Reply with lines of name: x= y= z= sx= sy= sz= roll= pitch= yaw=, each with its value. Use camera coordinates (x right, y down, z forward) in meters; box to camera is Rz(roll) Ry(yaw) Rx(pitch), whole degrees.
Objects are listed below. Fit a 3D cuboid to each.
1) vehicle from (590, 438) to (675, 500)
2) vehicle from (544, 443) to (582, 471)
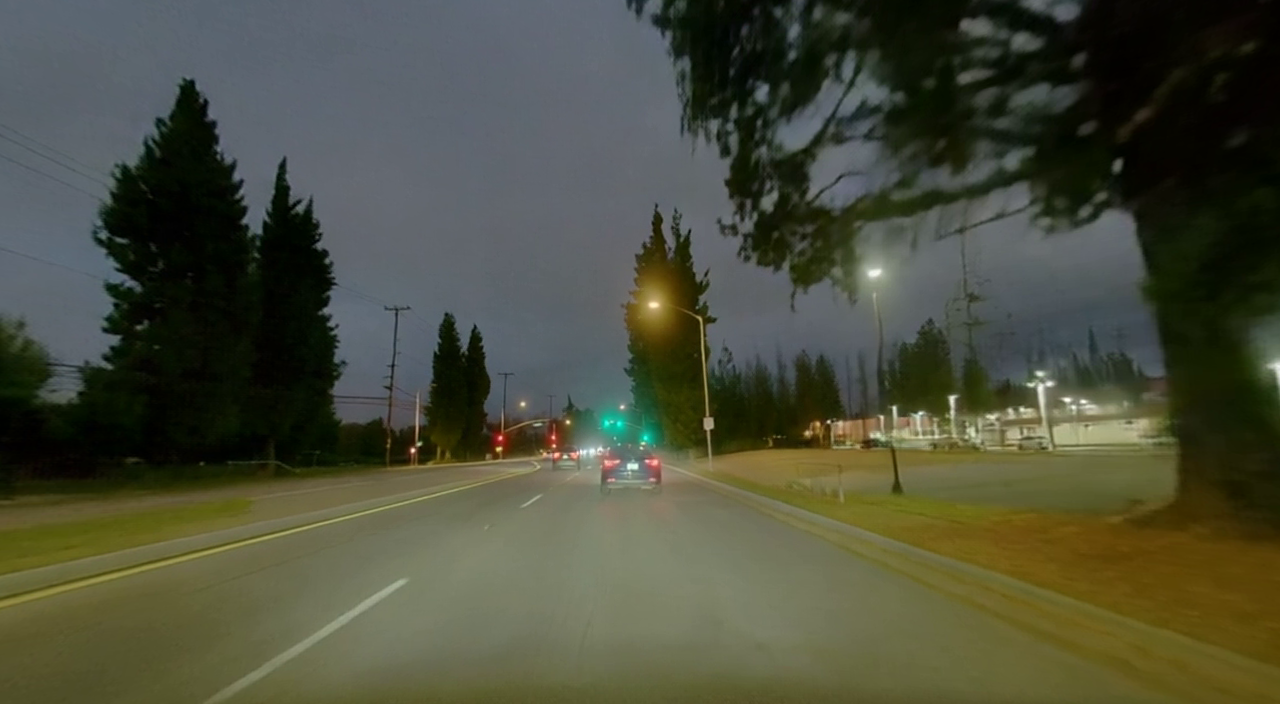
vehicle: x=-0.307 y=3.454 z=19.067 sx=2.235 sy=1.597 sz=4.918 roll=0 pitch=-9 yaw=-3
vehicle: x=-5.206 y=7.131 z=43.029 sx=2.189 sy=1.776 sz=4.342 roll=0 pitch=-9 yaw=-2
